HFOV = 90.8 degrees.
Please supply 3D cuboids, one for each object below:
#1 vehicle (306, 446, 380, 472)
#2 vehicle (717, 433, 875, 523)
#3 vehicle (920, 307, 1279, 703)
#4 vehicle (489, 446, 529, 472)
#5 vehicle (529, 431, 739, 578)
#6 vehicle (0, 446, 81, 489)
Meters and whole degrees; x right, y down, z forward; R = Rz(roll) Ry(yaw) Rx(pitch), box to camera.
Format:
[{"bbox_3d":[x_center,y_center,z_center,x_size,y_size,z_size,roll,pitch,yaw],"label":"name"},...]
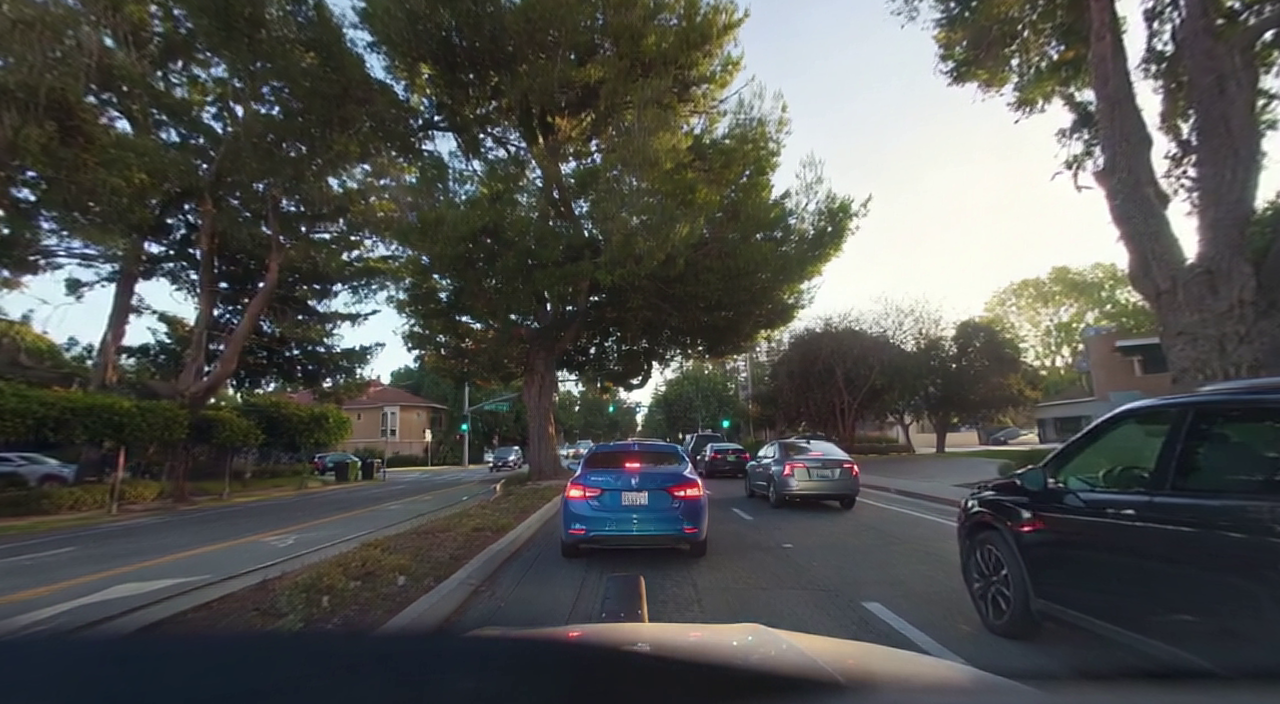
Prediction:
[{"bbox_3d":[-19.886,7.156,42.410,3.957,1.630,1.881,0,-8,0],"label":"vehicle"},{"bbox_3d":[2.938,2.482,13.057,1.971,1.517,4.521,0,-8,-2],"label":"vehicle"},{"bbox_3d":[3.361,0.823,3.012,2.006,1.766,4.345,0,-8,0],"label":"vehicle"},{"bbox_3d":[-9.439,7.718,45.779,1.996,1.680,4.203,-3,-8,-2],"label":"vehicle"},{"bbox_3d":[-0.108,1.898,8.727,2.186,1.500,4.141,0,-8,-1],"label":"vehicle"},{"bbox_3d":[-22.537,4.045,22.241,4.092,1.438,1.639,-1,-8,0],"label":"vehicle"}]
